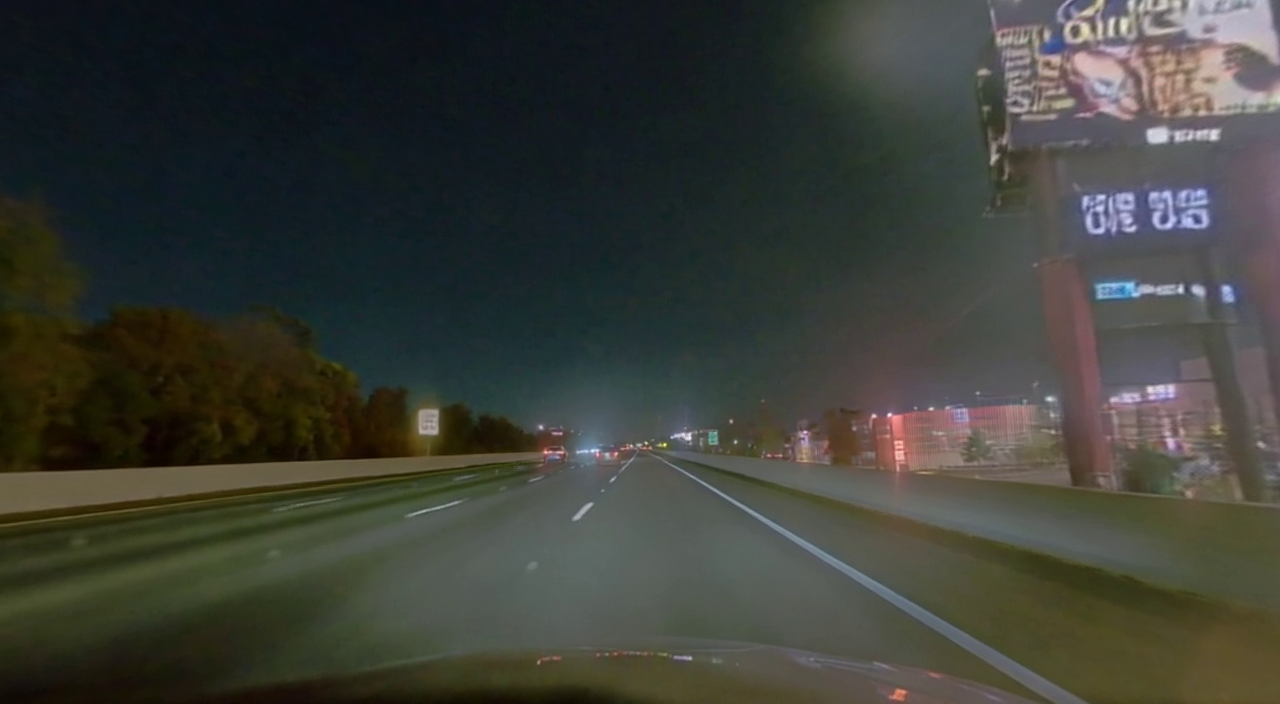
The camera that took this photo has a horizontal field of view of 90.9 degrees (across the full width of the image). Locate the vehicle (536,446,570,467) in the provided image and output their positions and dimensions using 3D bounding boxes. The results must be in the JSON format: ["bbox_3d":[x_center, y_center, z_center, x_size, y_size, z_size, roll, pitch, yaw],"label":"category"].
[{"bbox_3d":[-6.453,7.838,47.316,1.936,1.462,4.388,0,-8,0],"label":"vehicle"}]
